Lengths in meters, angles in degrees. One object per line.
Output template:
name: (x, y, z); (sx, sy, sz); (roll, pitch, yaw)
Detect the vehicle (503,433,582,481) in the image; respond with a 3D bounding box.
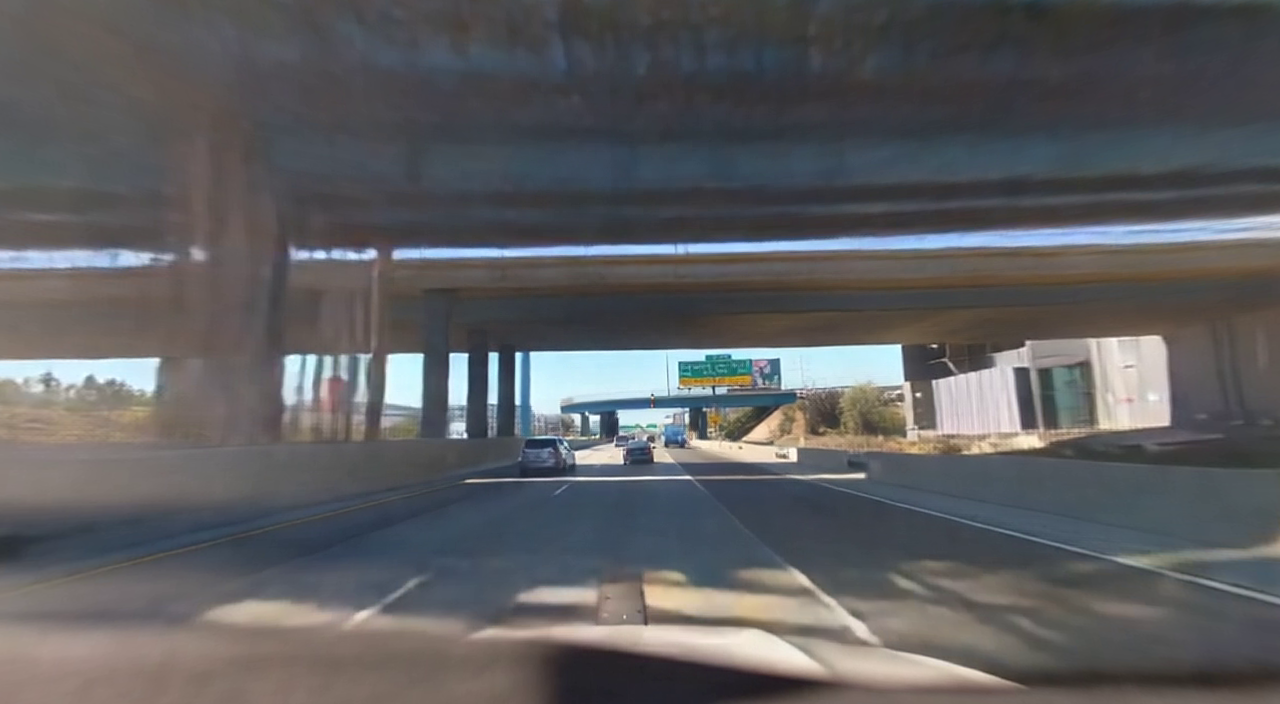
vehicle: (-3.463, 3.817, 23.187); (2.064, 1.589, 4.213); (-1, -8, 2)

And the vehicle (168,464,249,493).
vehicle: (-27.955, 8.174, 41.109); (1.844, 1.564, 4.787); (0, -8, 1)

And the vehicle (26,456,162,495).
vehicle: (-31.733, 7.129, 36.995); (2.533, 1.951, 5.987); (0, -8, 1)

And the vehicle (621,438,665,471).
vehicle: (0.135, 4.728, 29.287); (1.877, 1.386, 3.872); (0, -8, 0)
